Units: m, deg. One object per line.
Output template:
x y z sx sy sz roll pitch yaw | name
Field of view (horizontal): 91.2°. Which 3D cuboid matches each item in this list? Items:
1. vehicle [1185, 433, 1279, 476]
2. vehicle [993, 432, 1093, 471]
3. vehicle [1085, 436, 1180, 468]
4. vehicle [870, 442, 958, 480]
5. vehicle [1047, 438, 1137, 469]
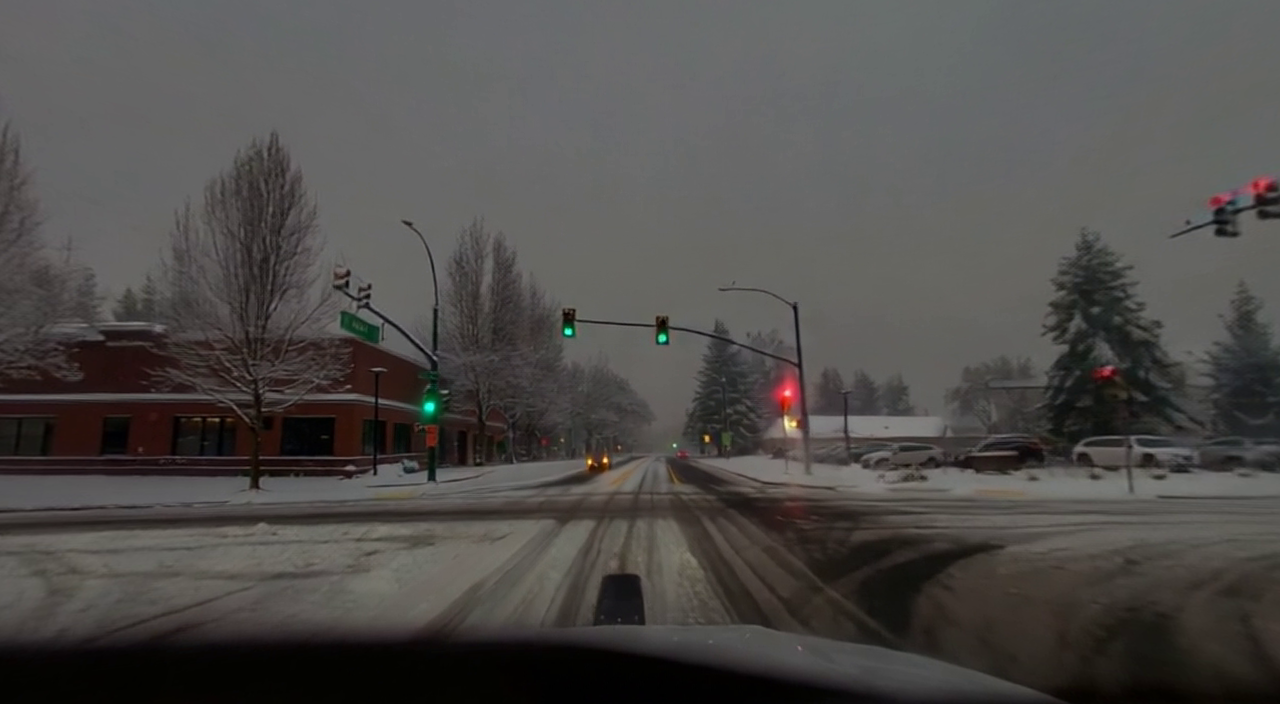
21.550 3.561 21.946 1.851 1.388 3.475 -1 -9 3 | vehicle
17.654 4.315 27.368 4.522 1.546 1.941 5 -10 -34 | vehicle
25.179 5.095 32.208 1.900 1.493 3.910 -1 -8 5 | vehicle
11.917 4.660 27.159 4.295 1.508 1.955 8 -12 -44 | vehicle
22.702 5.095 31.640 1.923 1.463 3.758 -1 -8 5 | vehicle
